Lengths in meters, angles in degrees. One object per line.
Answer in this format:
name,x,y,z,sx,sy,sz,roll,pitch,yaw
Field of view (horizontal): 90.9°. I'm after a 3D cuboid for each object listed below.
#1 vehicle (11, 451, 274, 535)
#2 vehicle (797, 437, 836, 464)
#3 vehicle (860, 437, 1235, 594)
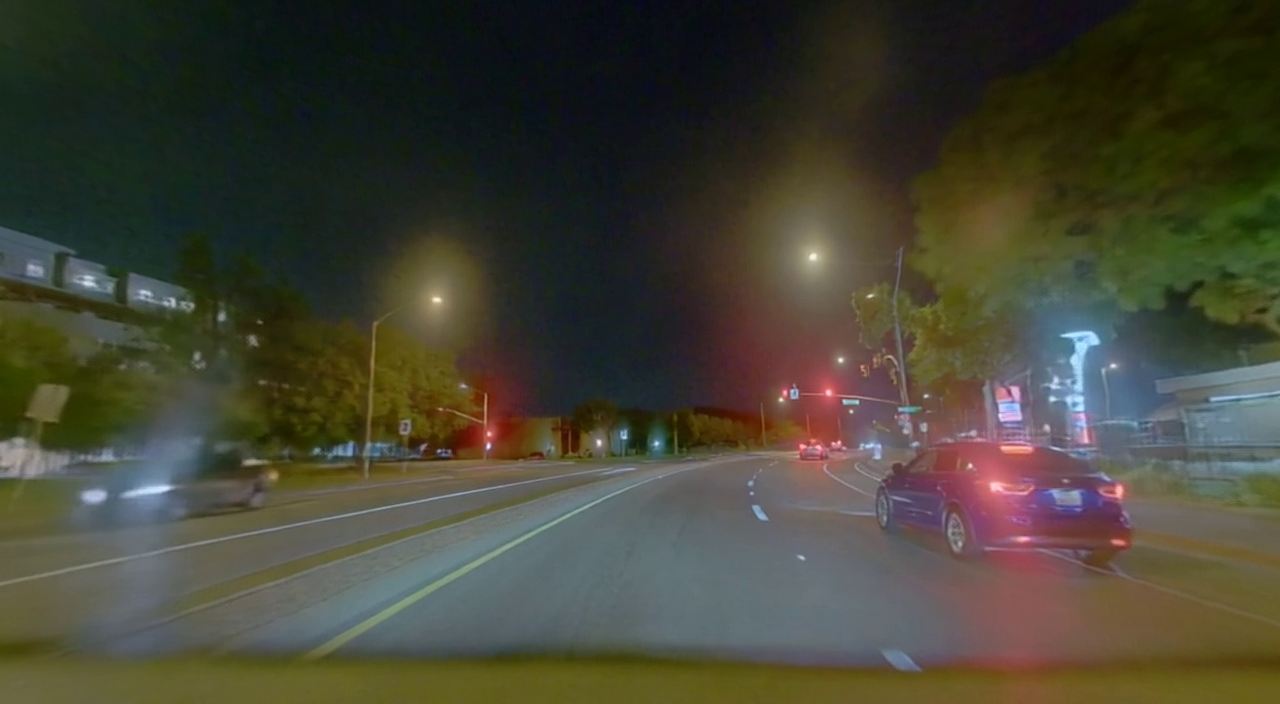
vehicle,-10.687,2.998,14.109,2.022,1.498,4.400,-1,-8,6
vehicle,12.339,6.828,43.847,2.311,1.715,4.287,-3,-9,18
vehicle,4.632,1.875,8.222,1.938,1.466,4.434,0,-8,0
